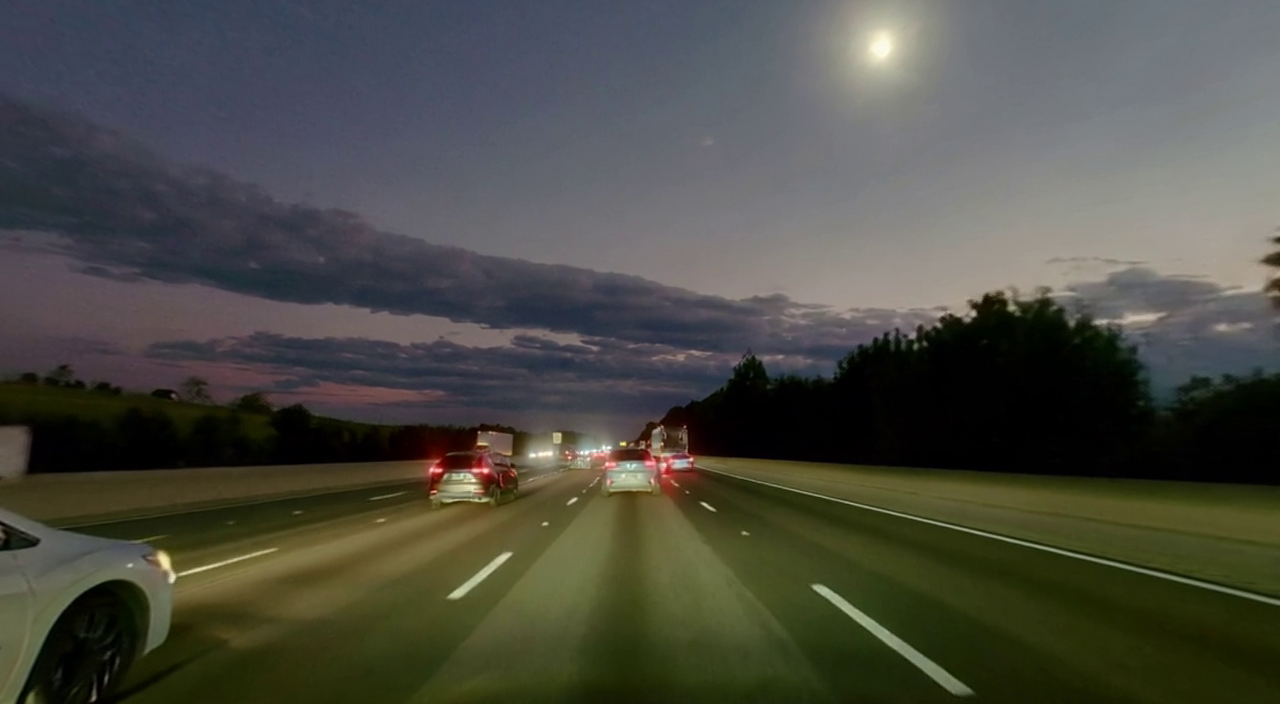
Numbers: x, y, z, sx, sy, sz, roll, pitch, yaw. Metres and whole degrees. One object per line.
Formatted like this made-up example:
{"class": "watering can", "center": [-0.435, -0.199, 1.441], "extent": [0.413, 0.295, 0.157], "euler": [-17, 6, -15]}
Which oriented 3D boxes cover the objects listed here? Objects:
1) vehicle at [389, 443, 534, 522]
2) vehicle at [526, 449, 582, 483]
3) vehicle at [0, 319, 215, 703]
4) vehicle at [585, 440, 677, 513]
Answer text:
{"class": "vehicle", "center": [-3.816, 2.869, 14.397], "extent": [1.988, 1.501, 4.438], "euler": [0, -9, 0]}
{"class": "vehicle", "center": [-4.011, 5.368, 30.096], "extent": [1.999, 1.484, 4.269], "euler": [0, -9, 1]}
{"class": "vehicle", "center": [-3.964, 0.620, 1.592], "extent": [2.243, 1.889, 4.949], "euler": [0, -9, 1]}
{"class": "vehicle", "center": [-0.203, 3.010, 15.579], "extent": [1.996, 1.574, 3.426], "euler": [0, -9, 0]}
